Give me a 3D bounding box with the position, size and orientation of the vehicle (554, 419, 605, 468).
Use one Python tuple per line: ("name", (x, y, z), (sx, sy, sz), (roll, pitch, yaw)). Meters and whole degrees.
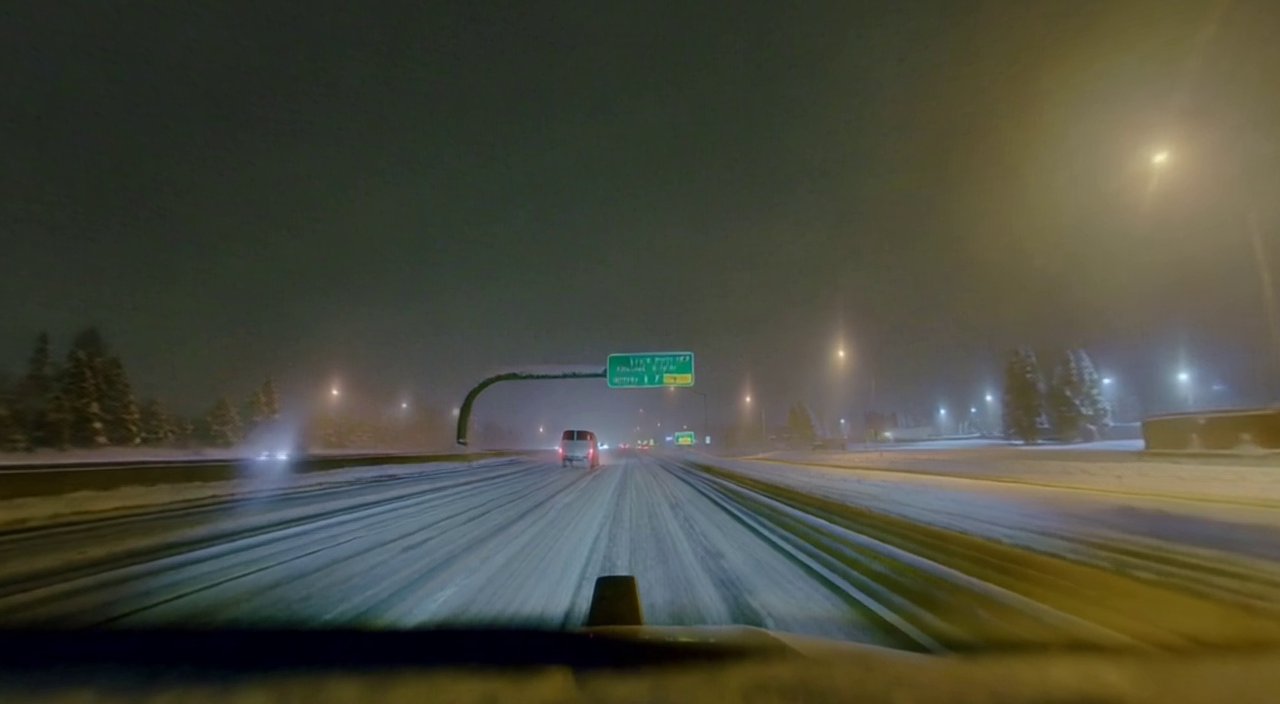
("vehicle", (-3.789, 6.001, 41.364), (2.881, 2.937, 7.045), (0, -9, -2))
